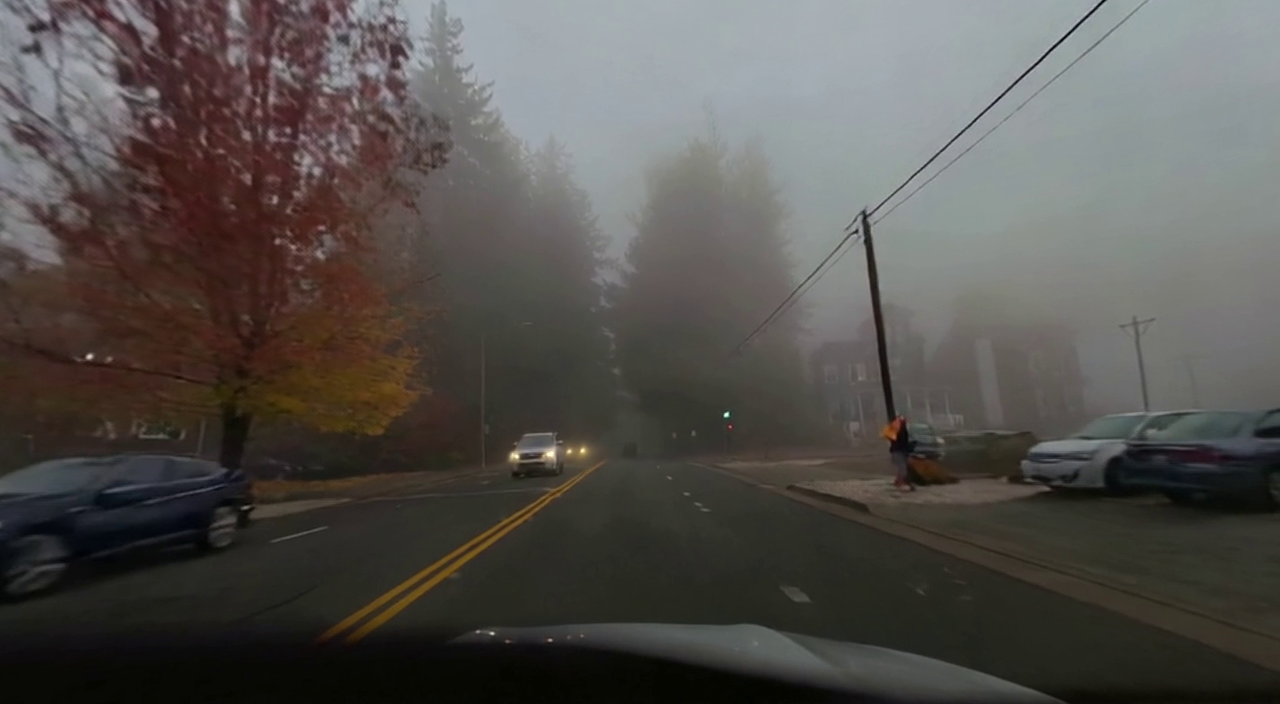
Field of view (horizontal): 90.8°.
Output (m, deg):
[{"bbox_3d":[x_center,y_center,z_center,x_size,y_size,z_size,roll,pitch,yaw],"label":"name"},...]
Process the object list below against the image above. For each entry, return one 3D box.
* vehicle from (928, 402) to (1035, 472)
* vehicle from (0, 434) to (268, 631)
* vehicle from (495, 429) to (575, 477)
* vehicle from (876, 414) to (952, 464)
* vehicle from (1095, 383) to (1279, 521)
[{"bbox_3d":[9.452,2.455,17.925,2.051,1.687,4.858,-4,-9,22],"label":"vehicle"},{"bbox_3d":[-5.879,1.561,6.180,1.968,1.483,4.279,0,-8,-2],"label":"vehicle"},{"bbox_3d":[-4.054,4.015,25.284,2.356,1.702,4.700,0,-9,0],"label":"vehicle"},{"bbox_3d":[11.731,3.815,27.430,2.028,1.935,5.021,-2,-9,13],"label":"vehicle"},{"bbox_3d":[9.285,1.252,8.595,4.385,1.612,2.070,-4,-9,5],"label":"vehicle"}]
